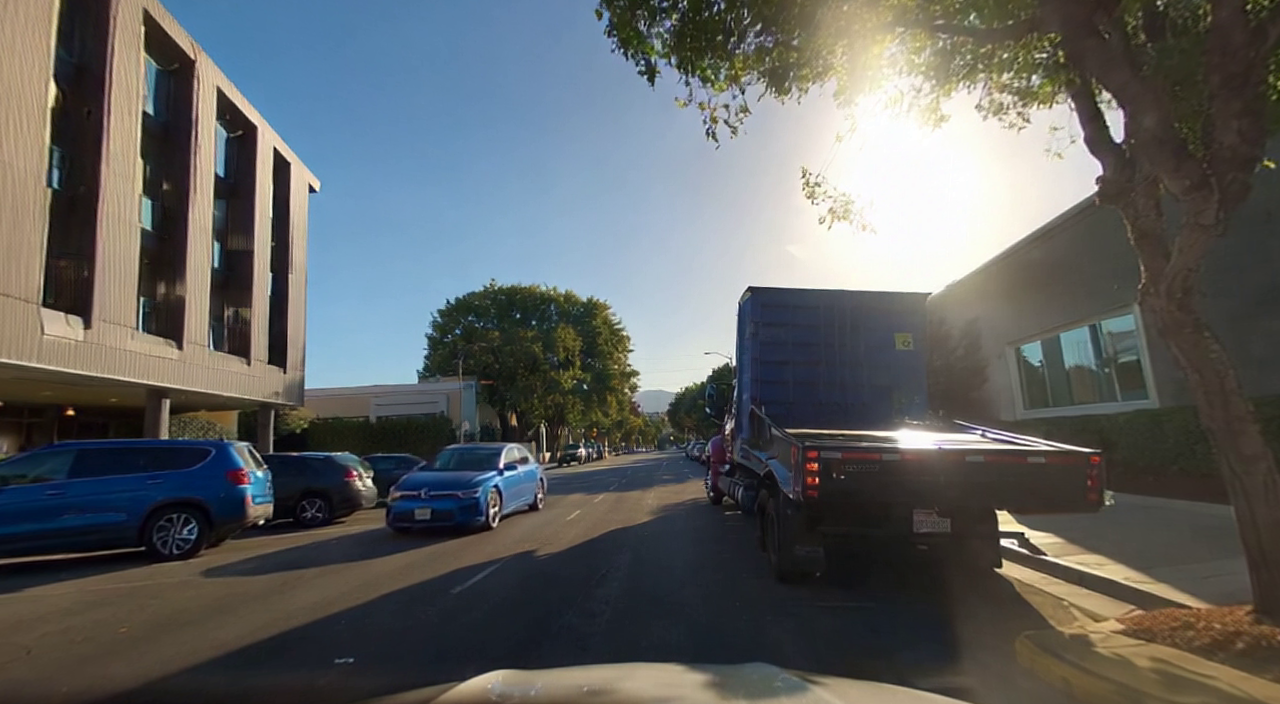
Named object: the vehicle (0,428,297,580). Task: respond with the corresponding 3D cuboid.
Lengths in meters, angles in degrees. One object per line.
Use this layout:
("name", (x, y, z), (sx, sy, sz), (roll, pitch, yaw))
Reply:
("vehicle", (-8.150, 2.092, 9.225), (5.022, 1.872, 2.137), (7, -11, -41))

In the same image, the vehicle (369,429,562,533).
("vehicle", (-3.086, 2.396, 12.400), (2.311, 1.631, 4.510), (0, -8, 3))

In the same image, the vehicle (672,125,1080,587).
("vehicle", (2.518, 0.780, 11.294), (3.320, 4.034, 11.553), (-1, -8, 6))
